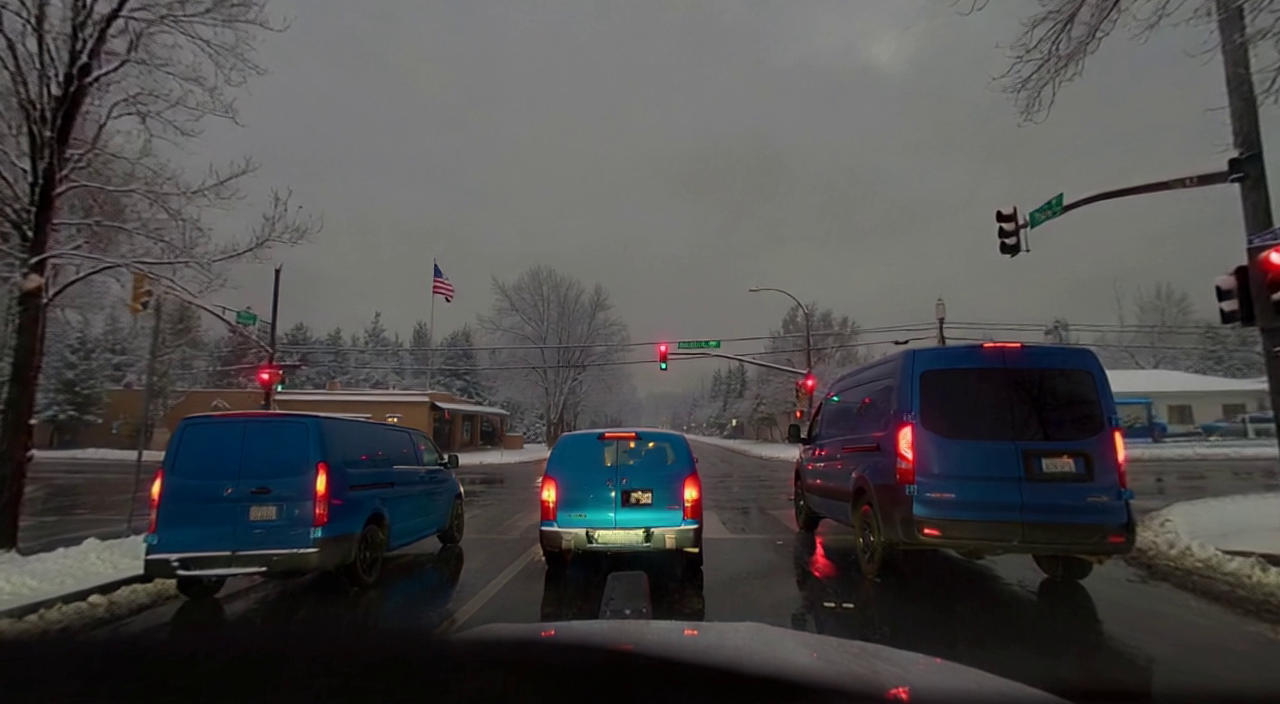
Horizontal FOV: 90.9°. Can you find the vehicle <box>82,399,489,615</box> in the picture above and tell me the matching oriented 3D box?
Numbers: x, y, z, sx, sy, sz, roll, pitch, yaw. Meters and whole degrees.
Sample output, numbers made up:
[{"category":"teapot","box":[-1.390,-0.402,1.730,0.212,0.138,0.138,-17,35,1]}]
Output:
[{"category":"vehicle","box":[-3.303,1.520,7.042,2.024,1.677,3.998,-1,-9,3]}]

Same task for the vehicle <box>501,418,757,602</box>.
[{"category":"vehicle","box":[-0.139,1.616,7.325,2.098,1.494,4.118,0,-9,-1]}]

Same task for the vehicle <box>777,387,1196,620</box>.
[{"category":"vehicle","box":[3.091,1.467,7.019,2.178,1.746,4.400,0,-9,1]}]
